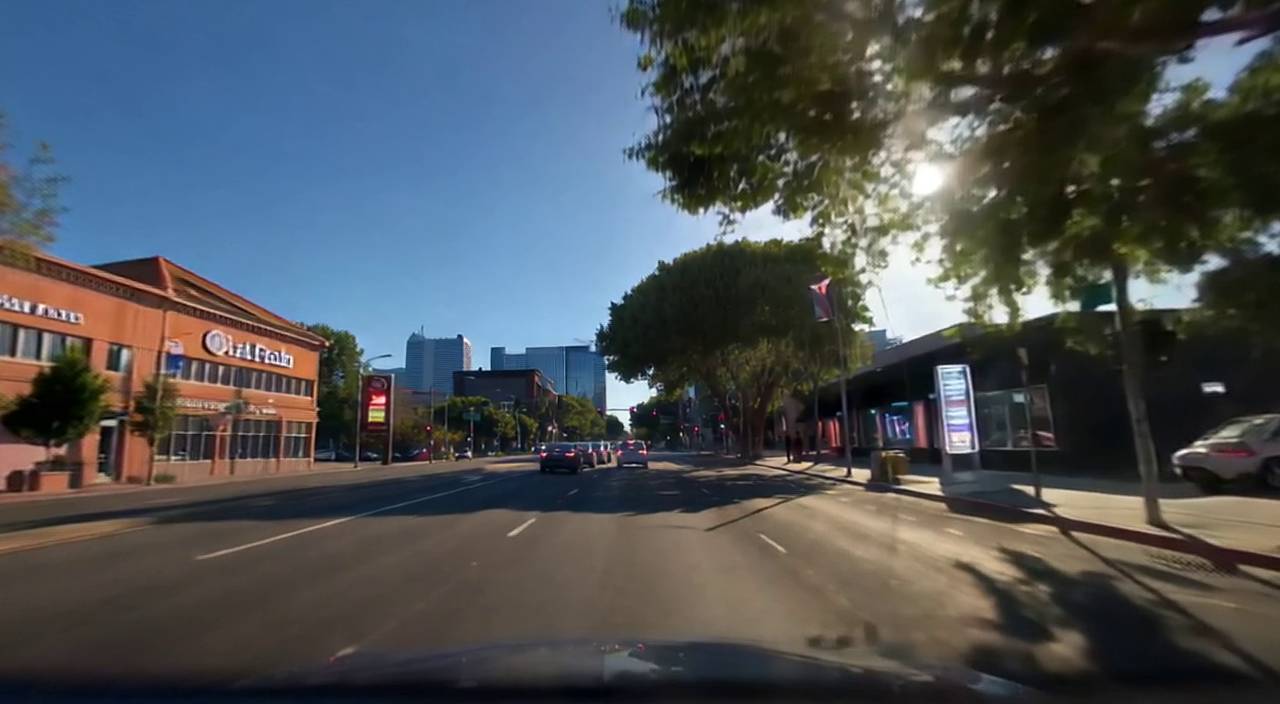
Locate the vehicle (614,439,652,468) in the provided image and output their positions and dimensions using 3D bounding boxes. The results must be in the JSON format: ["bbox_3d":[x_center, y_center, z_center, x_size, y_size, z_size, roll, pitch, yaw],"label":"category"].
[{"bbox_3d":[-0.390,5.781,36.046,2.042,1.555,3.912,0,-8,0],"label":"vehicle"}]

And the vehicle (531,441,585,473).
[{"bbox_3d":[-3.988,5.216,31.561,2.020,1.457,4.496,0,-8,1],"label":"vehicle"}]

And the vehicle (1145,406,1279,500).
[{"bbox_3d":[12.761,1.944,12.301,4.084,1.661,2.042,0,-8,-2],"label":"vehicle"}]
